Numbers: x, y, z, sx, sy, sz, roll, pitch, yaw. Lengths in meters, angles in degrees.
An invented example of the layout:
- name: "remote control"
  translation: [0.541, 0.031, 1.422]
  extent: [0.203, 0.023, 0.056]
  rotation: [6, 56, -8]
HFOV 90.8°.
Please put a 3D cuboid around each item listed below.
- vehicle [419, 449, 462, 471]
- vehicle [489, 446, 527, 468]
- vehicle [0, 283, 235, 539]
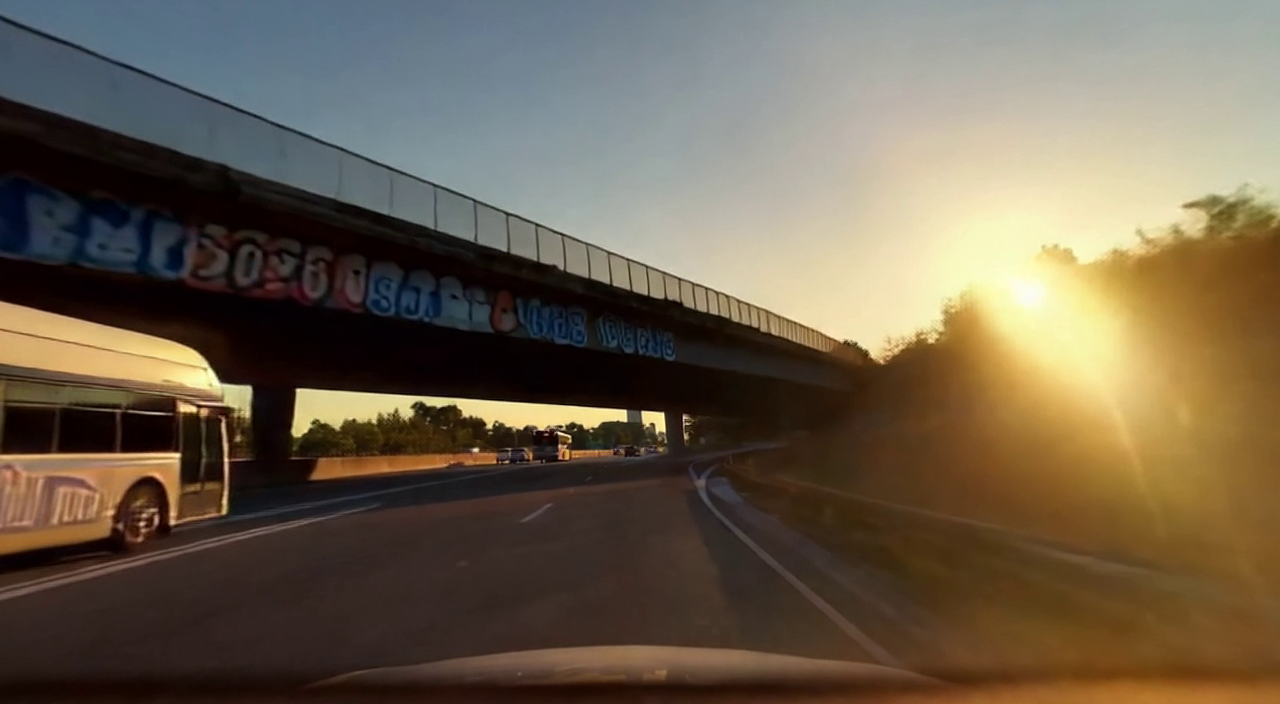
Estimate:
- name: "vehicle"
  translation: [-14.577, 7.885, 46.248]
  extent: [1.878, 1.470, 3.825]
  rotation: [0, -8, 0]
- name: "vehicle"
  translation: [-10.399, 8.283, 49.929]
  extent: [1.979, 1.600, 4.516]
  rotation: [0, -8, 1]
- name: "vehicle"
  translation: [-10.514, 0.571, 7.068]
  extent: [2.986, 3.574, 13.570]
  rotation: [0, -8, 0]
